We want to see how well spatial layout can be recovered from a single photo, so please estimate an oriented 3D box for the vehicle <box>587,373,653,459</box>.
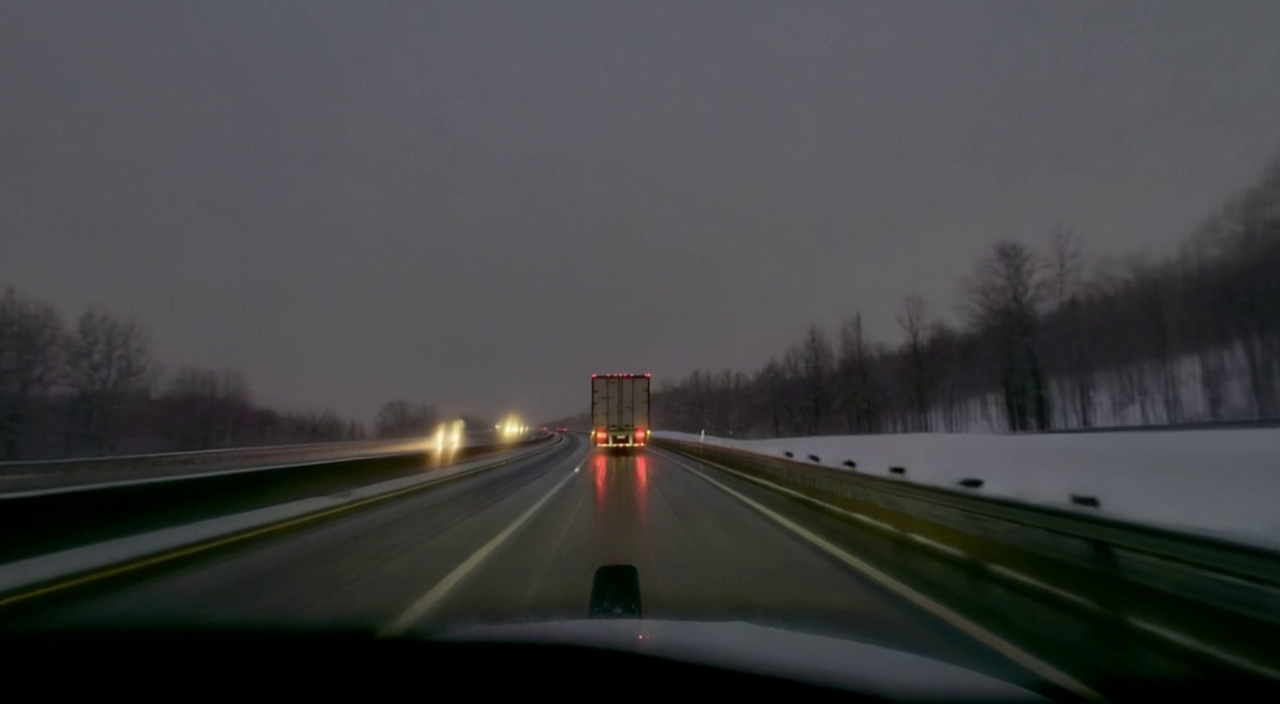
[{"bbox_3d":[-1.157,3.618,34.338,3.023,3.965,10.402,0,-8,-3],"label":"vehicle"}]
